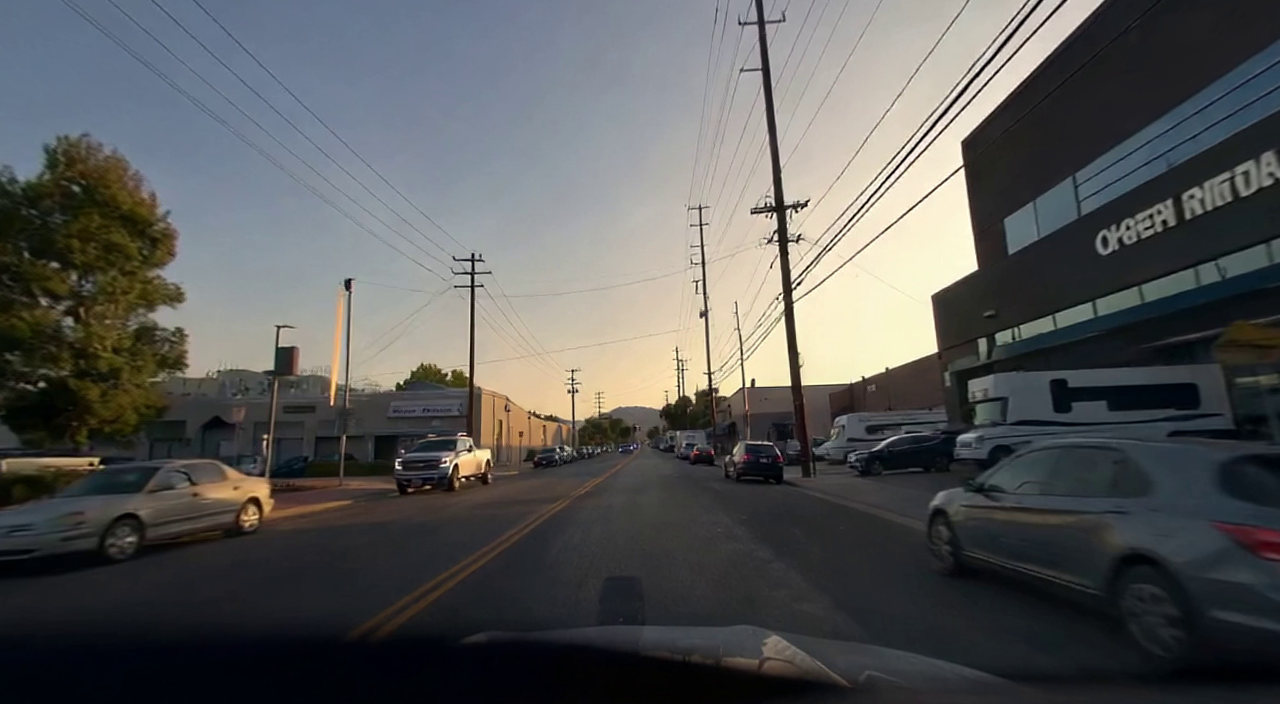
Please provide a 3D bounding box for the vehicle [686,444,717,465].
[{"bbox_3d":[4.552,7.687,47.454,1.919,1.453,4.425,0,-8,0],"label":"vehicle"}]

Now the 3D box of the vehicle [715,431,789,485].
[{"bbox_3d":[4.298,4.140,25.035,2.087,1.892,4.579,0,-8,0],"label":"vehicle"}]

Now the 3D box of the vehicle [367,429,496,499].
[{"bbox_3d":[-7.578,4.104,24.004,2.692,2.152,6.686,-2,-8,0],"label":"vehicle"}]

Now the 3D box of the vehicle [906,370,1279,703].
[{"bbox_3d":[4.119,1.272,5.396,1.944,1.801,3.874,0,-8,-1],"label":"vehicle"}]

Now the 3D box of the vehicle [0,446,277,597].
[{"bbox_3d":[-7.493,2.167,8.996,1.905,1.488,4.674,-3,-8,0],"label":"vehicle"}]
